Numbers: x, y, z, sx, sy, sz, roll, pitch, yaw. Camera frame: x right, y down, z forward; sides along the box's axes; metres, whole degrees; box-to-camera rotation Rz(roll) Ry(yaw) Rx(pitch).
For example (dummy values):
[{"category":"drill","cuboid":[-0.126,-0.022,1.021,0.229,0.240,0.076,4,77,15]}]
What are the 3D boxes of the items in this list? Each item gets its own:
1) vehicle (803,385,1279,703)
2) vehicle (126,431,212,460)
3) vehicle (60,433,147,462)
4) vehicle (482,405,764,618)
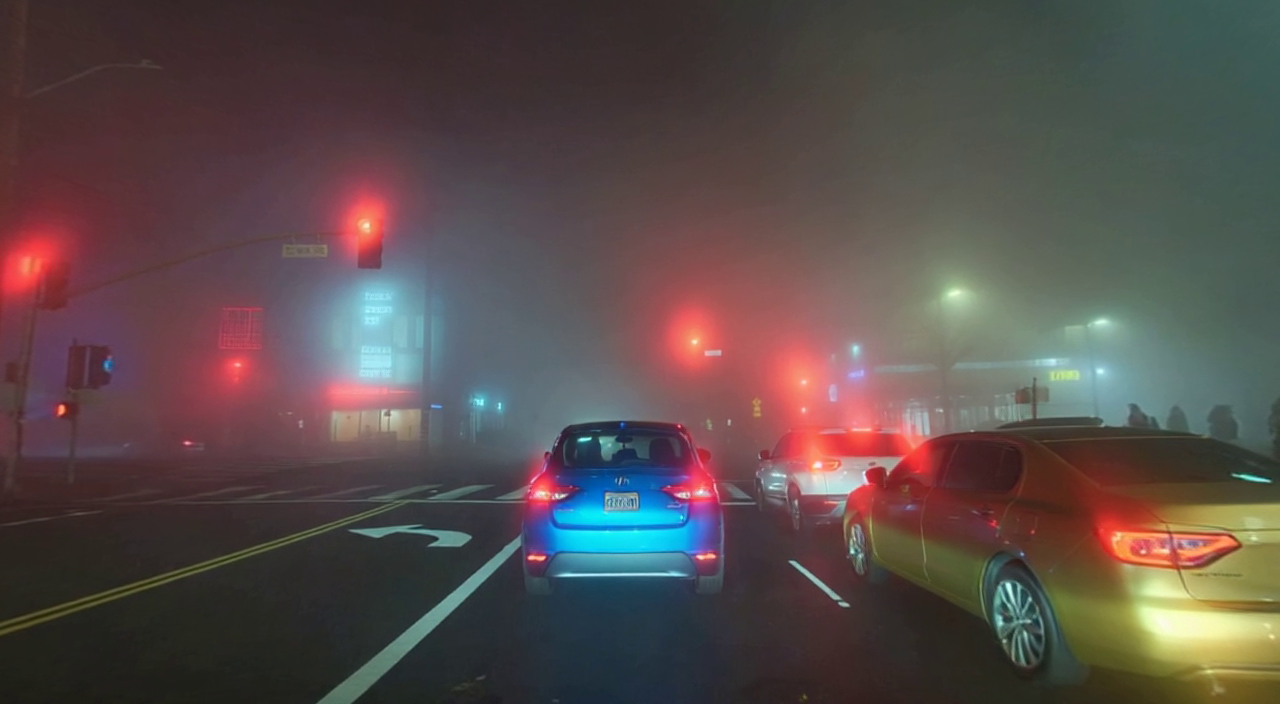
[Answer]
[{"category":"vehicle","cuboid":[3.037,1.313,5.447,1.983,1.654,4.354,0,-8,-1]},{"category":"vehicle","cuboid":[-30.105,5.984,40.369,5.003,1.799,2.066,-4,-9,23]},{"category":"vehicle","cuboid":[-31.039,5.524,36.539,4.253,1.570,2.132,-4,-9,25]},{"category":"vehicle","cuboid":[-0.134,1.548,7.186,2.123,1.589,4.702,0,-8,0]}]
